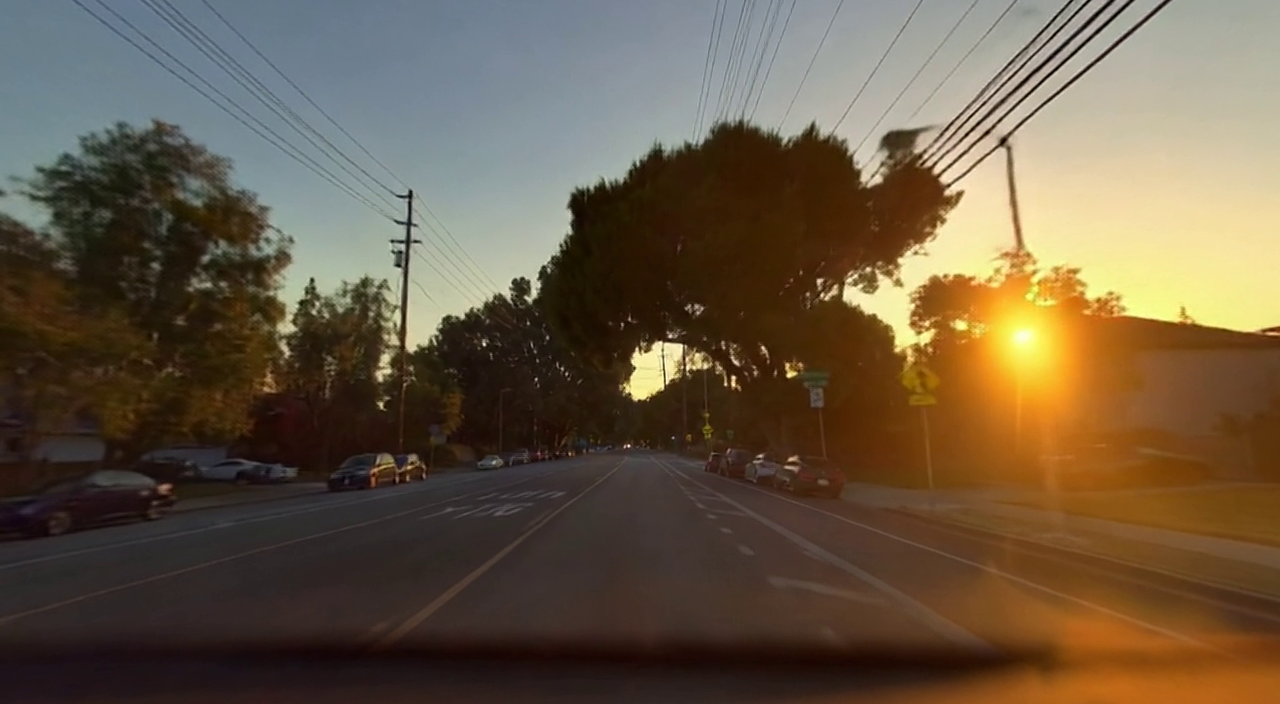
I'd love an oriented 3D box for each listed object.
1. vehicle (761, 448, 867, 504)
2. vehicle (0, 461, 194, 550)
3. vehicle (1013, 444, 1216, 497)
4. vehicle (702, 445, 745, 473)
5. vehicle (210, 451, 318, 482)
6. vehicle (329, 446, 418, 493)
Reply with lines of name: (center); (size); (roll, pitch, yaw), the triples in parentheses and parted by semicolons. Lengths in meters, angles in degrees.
vehicle: (5.049, 3.639, 18.930); (1.924, 1.471, 4.259); (0, -9, -1)
vehicle: (-12.150, 3.157, 13.498); (1.877, 1.474, 4.419); (-2, -9, 1)
vehicle: (12.766, 3.183, 17.158); (3.983, 1.332, 1.812); (0, -9, 3)
vehicle: (5.151, 6.670, 39.494); (2.009, 1.649, 5.156); (0, -9, 0)
vehicle: (-20.764, 6.324, 34.902); (4.601, 1.613, 2.030); (0, -9, -1)
vehicle: (-12.085, 5.323, 28.947); (2.116, 1.875, 4.675); (-3, -9, 0)
